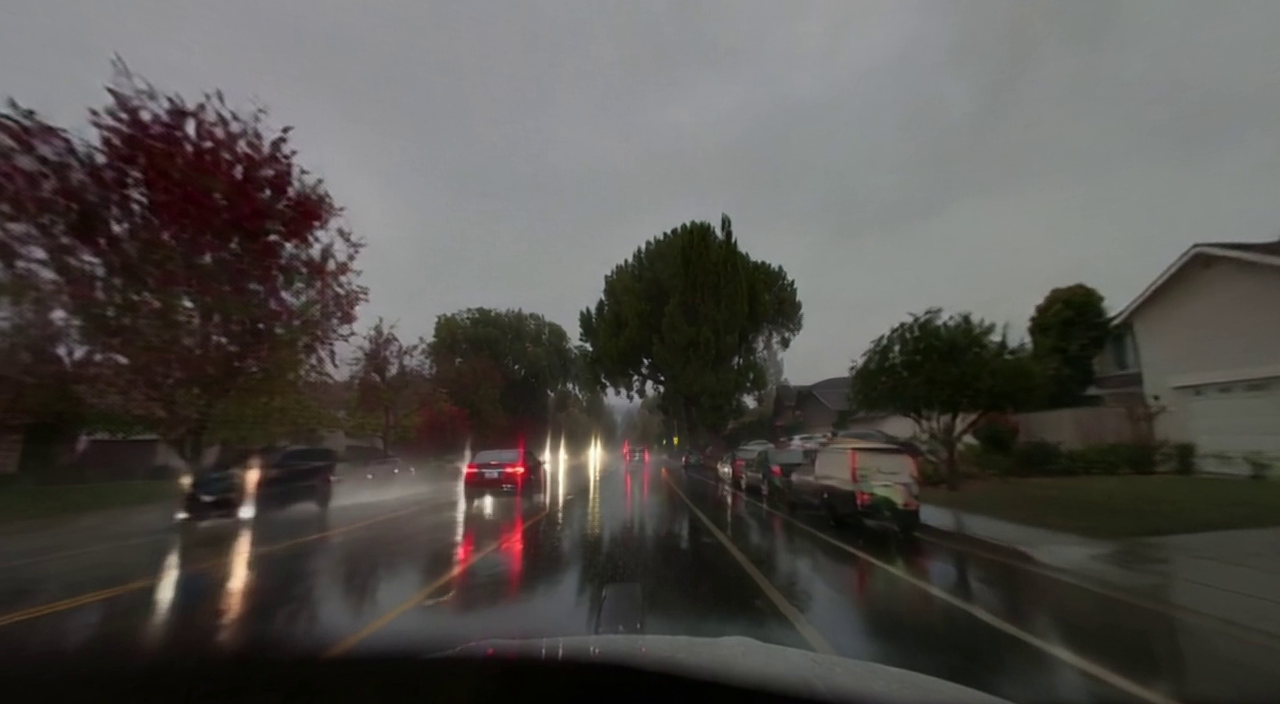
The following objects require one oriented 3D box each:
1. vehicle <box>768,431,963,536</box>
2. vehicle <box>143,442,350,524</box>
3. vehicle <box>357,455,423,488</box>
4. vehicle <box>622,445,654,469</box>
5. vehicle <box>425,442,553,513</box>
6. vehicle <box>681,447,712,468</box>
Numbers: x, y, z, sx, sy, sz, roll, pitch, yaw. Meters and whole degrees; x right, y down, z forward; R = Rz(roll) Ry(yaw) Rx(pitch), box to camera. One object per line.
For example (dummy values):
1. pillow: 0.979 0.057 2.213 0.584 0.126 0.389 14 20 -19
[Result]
1. vehicle: 4.204 2.522 12.861 2.045 1.702 4.916 0 -9 -1
2. vehicle: -9.970 3.308 16.668 2.191 1.805 4.929 0 -8 1
3. vehicle: -14.508 6.944 36.946 1.904 1.497 4.848 -5 -8 0
4. vehicle: -0.143 7.079 42.721 2.088 1.495 4.048 0 -8 0
5. vehicle: -3.488 2.985 15.564 2.027 1.477 4.413 0 -8 0
6. vehicle: 4.370 8.187 49.219 1.944 1.470 4.530 0 -8 -1
